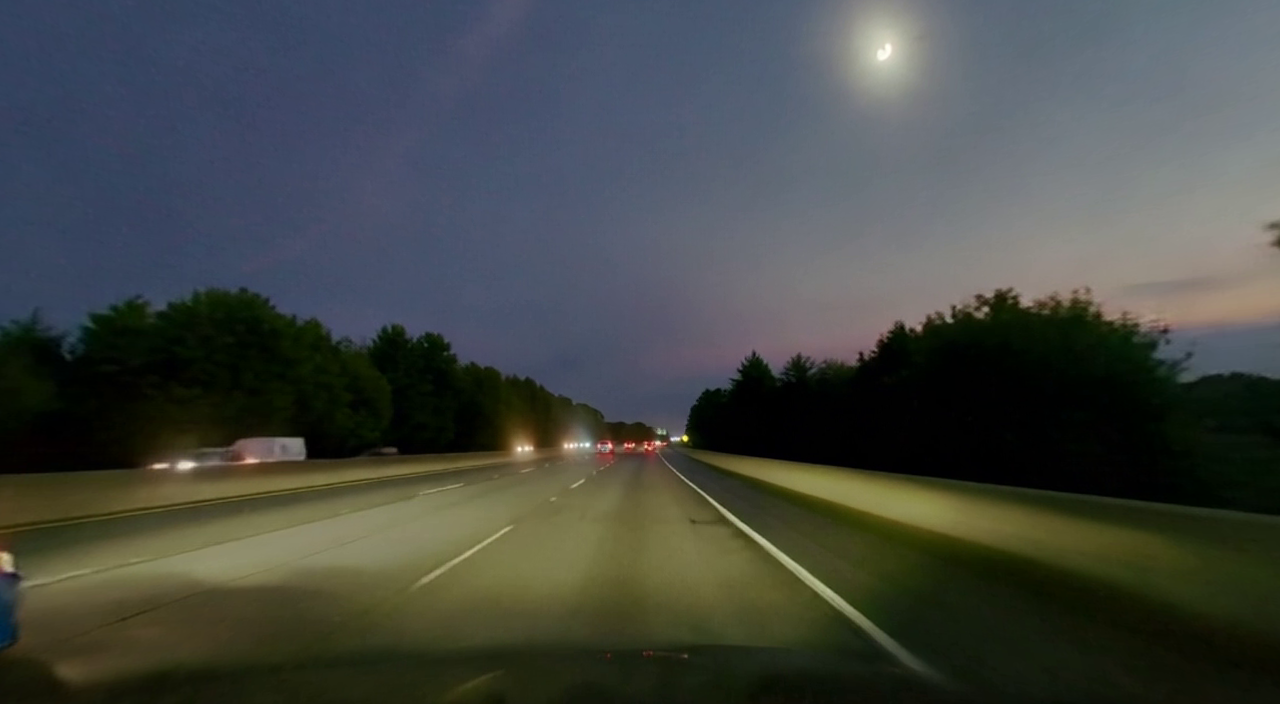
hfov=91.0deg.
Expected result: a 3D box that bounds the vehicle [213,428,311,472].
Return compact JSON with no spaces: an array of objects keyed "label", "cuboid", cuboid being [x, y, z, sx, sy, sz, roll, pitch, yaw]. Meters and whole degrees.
[{"label":"vehicle","cuboid":[-23.236,6.057,39.049,2.406,2.510,5.519,-1,-8,3]}]

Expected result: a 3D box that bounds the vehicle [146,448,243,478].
[{"label":"vehicle","cuboid":[-23.345,5.795,33.241,1.797,1.453,4.452,0,-8,1]}]

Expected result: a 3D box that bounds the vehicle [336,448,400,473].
[{"label":"vehicle","cuboid":[-16.343,6.512,38.016,1.820,1.389,4.298,0,-8,2]}]
